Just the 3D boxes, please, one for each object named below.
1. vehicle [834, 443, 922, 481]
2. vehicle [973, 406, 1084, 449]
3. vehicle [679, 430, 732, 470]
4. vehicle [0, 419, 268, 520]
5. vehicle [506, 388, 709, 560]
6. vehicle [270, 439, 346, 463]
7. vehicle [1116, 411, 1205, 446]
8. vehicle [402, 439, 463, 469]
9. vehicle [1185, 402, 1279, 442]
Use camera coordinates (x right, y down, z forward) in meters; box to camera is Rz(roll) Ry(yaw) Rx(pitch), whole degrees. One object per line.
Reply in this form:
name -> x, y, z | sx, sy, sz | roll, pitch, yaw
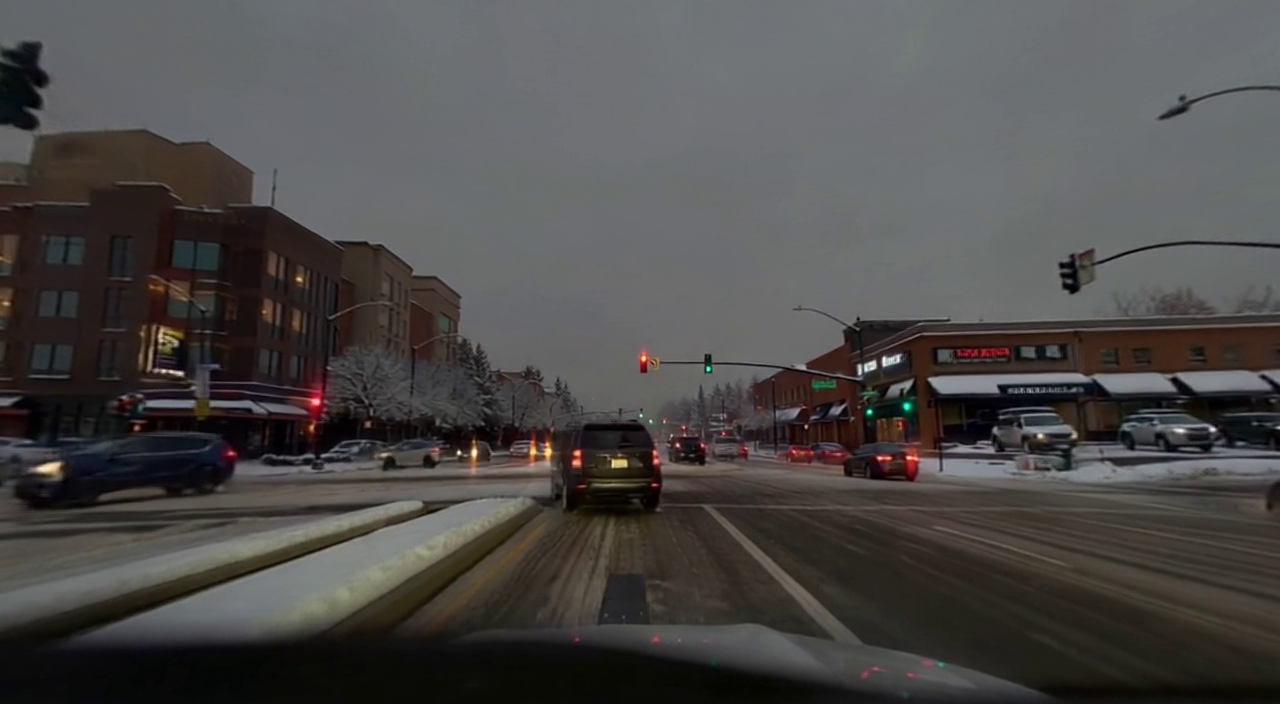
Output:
vehicle -> 9.814, 4.542, 26.399 | 1.863, 1.426, 4.494 | 0, -8, -1
vehicle -> 18.558, 3.718, 30.521 | 2.123, 1.884, 5.170 | 0, -8, 1
vehicle -> 3.330, 5.130, 33.085 | 2.115, 1.932, 5.189 | 0, -8, -1
vehicle -> -11.683, 2.586, 14.438 | 2.291, 1.856, 4.827 | -5, -10, 28
vehicle -> -0.413, 1.752, 9.674 | 2.242, 1.812, 4.993 | -3, -9, -1
vehicle -> -23.064, 6.858, 43.874 | 4.286, 1.210, 1.877 | 3, -3, 4
vehicle -> 24.426, 3.567, 29.730 | 1.422, 1.496, 3.318 | 1, -6, 1
vehicle -> -12.643, 6.265, 38.826 | 1.993, 1.708, 5.219 | 0, -8, 0
vehicle -> 29.309, 3.360, 30.451 | 1.913, 1.651, 4.727 | 3, -3, 1
